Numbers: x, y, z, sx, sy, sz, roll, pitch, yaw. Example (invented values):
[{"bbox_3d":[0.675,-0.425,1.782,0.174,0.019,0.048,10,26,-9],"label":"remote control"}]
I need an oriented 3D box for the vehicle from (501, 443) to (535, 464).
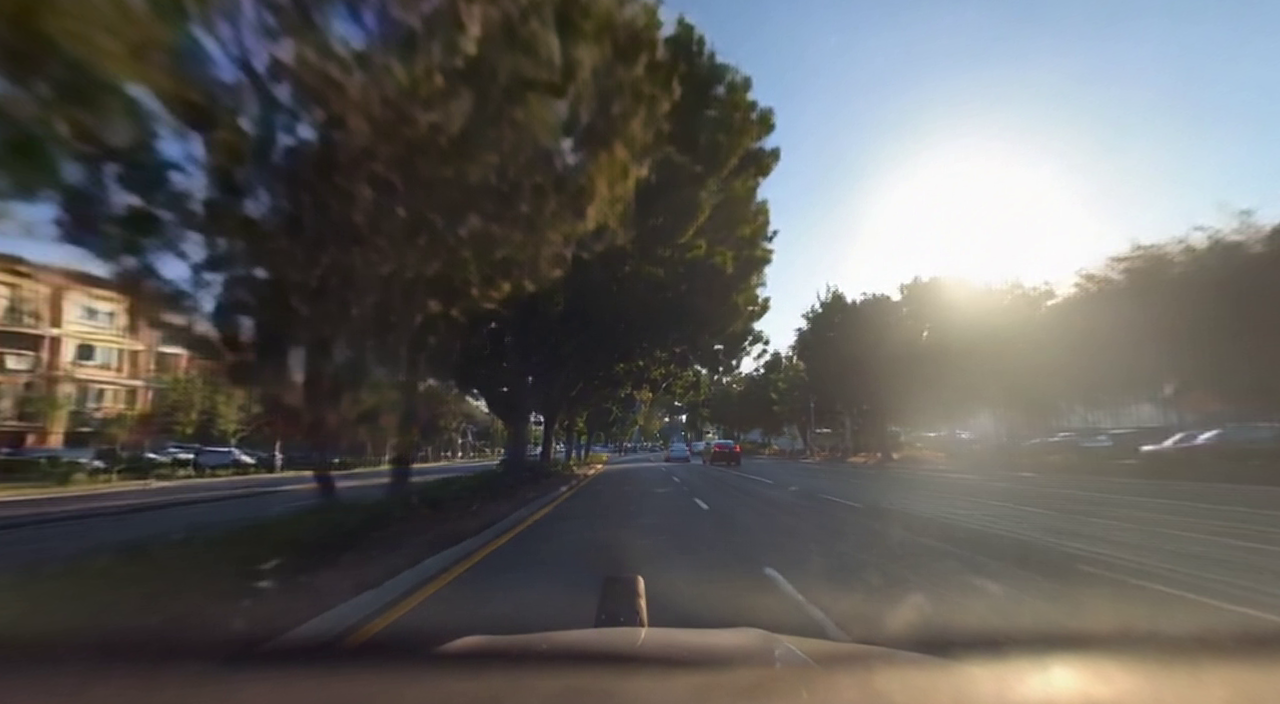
[{"bbox_3d":[-9.552,7.954,49.893,1.843,1.564,4.811,0,-8,-1],"label":"vehicle"}]

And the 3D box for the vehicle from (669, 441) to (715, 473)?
[{"bbox_3d":[2.637,5.467,33.056,1.917,1.538,4.259,1,-8,-2],"label":"vehicle"}]

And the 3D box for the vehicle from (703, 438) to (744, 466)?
[{"bbox_3d":[5.632,6.796,43.046,1.946,1.773,4.641,1,-8,-2],"label":"vehicle"}]
